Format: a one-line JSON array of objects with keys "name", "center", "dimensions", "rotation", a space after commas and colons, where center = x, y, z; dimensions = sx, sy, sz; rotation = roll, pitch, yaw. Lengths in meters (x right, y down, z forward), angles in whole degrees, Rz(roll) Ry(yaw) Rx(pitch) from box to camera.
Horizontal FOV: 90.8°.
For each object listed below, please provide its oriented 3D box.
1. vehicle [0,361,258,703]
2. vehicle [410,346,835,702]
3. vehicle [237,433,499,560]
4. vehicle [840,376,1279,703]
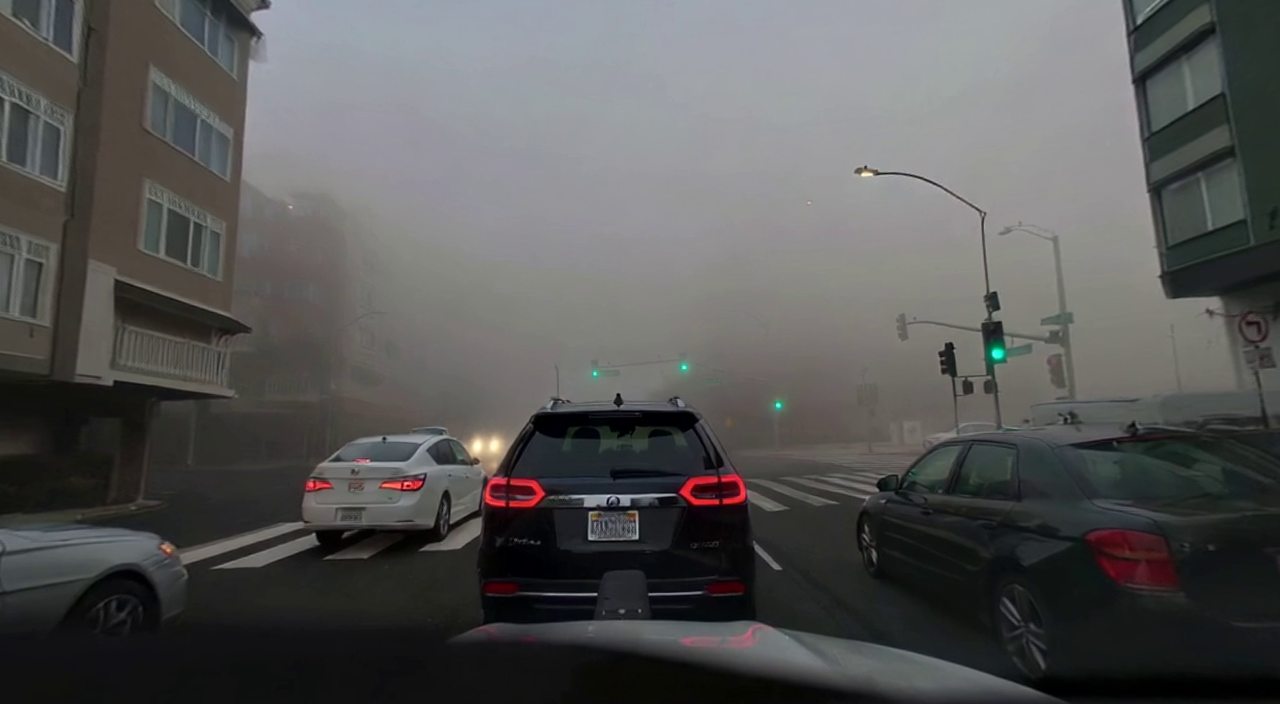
[{"name": "vehicle", "center": [-3.825, 0.782, 1.953], "dimensions": [2.126, 1.693, 5.289], "rotation": [0, -8, -2]}, {"name": "vehicle", "center": [-0.101, 1.273, 6.049], "dimensions": [2.206, 1.858, 5.332], "rotation": [0, -8, 0]}, {"name": "vehicle", "center": [-3.793, 2.080, 9.992], "dimensions": [2.055, 1.488, 4.733], "rotation": [0, -8, 0]}, {"name": "vehicle", "center": [3.190, 1.202, 4.758], "dimensions": [1.906, 1.608, 4.137], "rotation": [0, -8, -1]}]
